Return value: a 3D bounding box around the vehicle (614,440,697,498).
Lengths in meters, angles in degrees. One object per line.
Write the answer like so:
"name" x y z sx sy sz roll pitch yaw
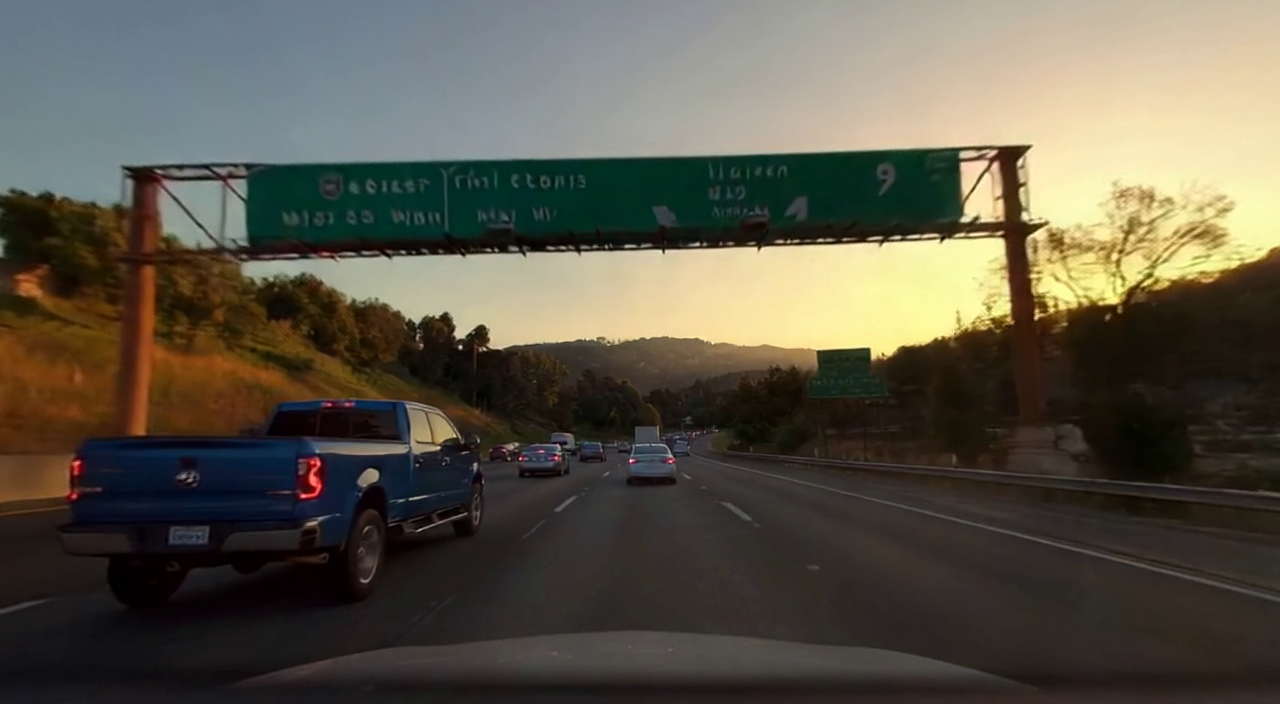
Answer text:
"vehicle" 0.379 3.198 17.721 2.054 1.421 4.090 0 -8 0

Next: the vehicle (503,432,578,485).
"vehicle" -3.459 3.795 22.708 1.903 1.721 4.210 0 -8 1

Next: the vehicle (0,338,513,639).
"vehicle" -3.306 1.359 7.364 2.269 2.060 5.933 0 -8 1

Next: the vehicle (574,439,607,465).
"vehicle" -3.363 6.890 43.613 1.897 1.646 4.049 0 -8 1
